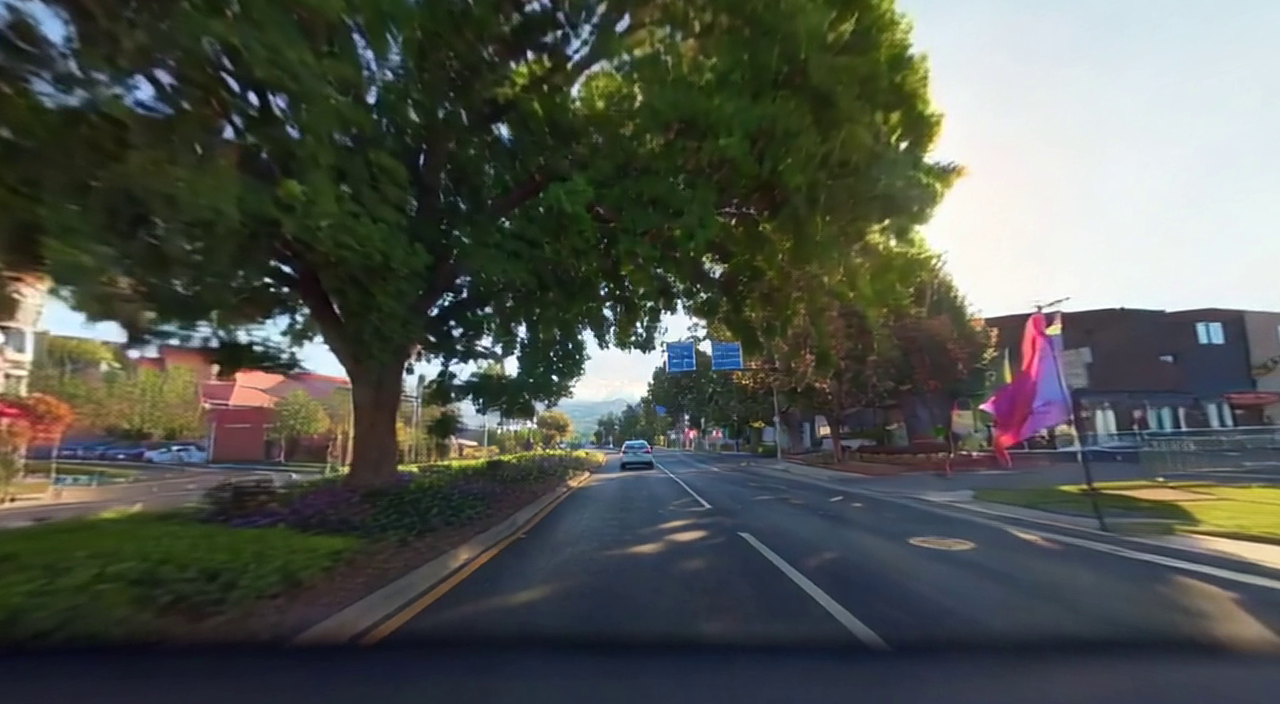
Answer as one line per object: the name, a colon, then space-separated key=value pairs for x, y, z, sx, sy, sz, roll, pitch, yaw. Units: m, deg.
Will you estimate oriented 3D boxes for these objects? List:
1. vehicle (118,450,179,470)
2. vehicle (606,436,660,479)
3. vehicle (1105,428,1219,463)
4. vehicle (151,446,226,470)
vehicle: x=-37.978 y=8.340 z=48.738 sx=1.732 sy=1.357 sz=3.730 roll=-2 pitch=-9 yaw=0
vehicle: x=-0.283 y=4.836 z=29.015 sx=2.235 sy=1.719 sz=4.292 roll=2 pitch=-9 yaw=1
vehicle: x=23.154 y=4.168 z=28.129 sx=1.720 sy=1.450 sz=3.741 roll=0 pitch=-8 yaw=-4
vehicle: x=-29.880 y=7.020 z=41.800 sx=1.844 sy=1.521 sz=4.304 roll=1 pitch=-9 yaw=-2
